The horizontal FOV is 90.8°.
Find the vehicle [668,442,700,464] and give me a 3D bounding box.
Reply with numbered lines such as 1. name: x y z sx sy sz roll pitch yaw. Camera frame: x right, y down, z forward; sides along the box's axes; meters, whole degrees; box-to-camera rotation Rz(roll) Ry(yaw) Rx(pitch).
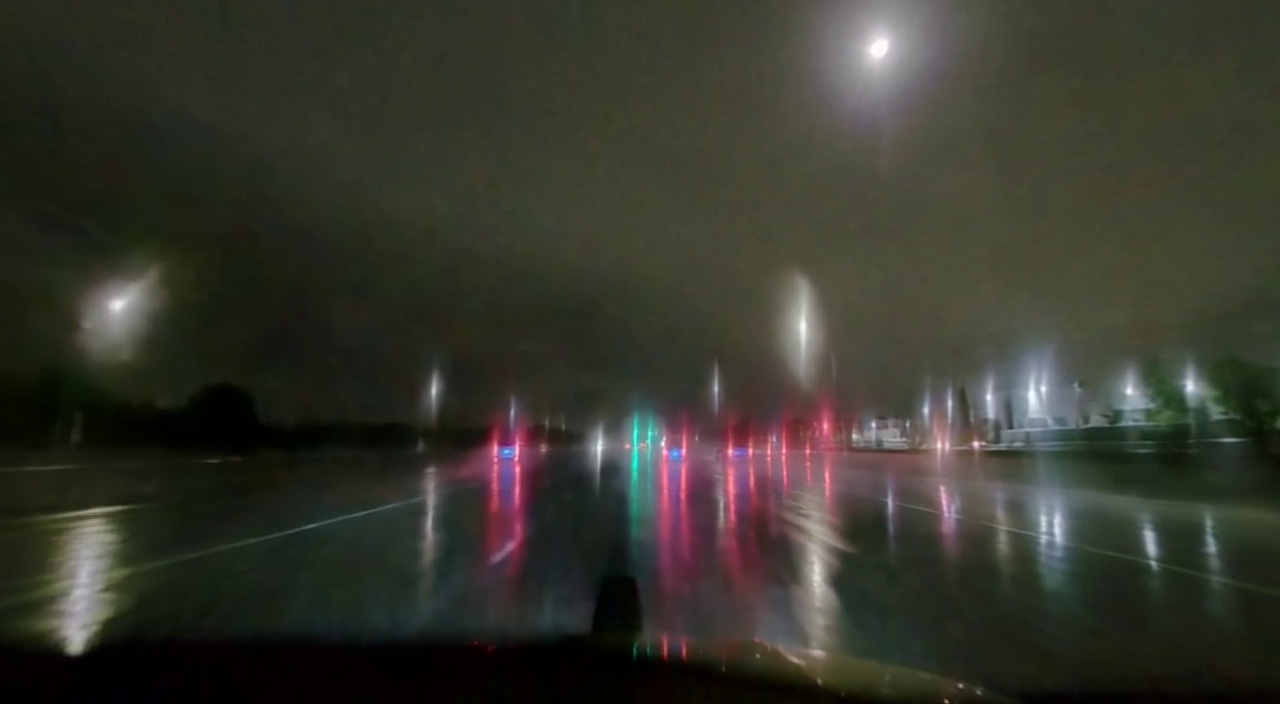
1. vehicle: 3.114 7.276 45.554 2.000 1.533 3.770 0 -8 -1

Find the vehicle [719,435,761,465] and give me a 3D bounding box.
1. vehicle: 6.863 6.802 43.943 2.065 1.953 4.605 0 -8 -1

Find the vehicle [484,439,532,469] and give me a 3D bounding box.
1. vehicle: -8.218 6.372 39.910 2.083 1.696 5.464 1 -8 -2
